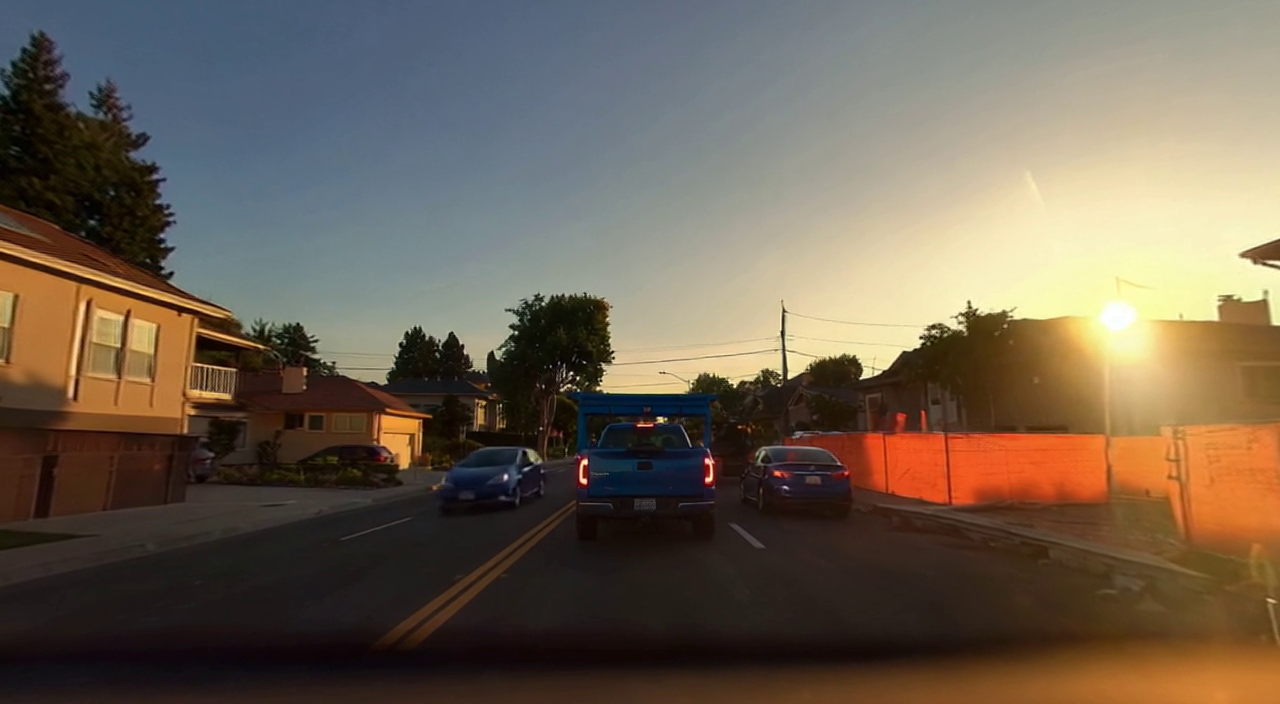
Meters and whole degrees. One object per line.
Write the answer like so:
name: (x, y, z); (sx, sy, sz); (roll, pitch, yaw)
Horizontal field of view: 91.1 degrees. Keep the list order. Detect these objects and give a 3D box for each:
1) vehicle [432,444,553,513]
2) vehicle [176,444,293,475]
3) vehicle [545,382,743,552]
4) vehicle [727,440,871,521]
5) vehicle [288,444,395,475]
vehicle: (-3.670, 3.219, 16.565); (2.010, 1.533, 4.495); (0, -8, 1)
vehicle: (-20.393, 5.405, 31.704); (4.706, 1.468, 1.817); (-1, -9, 3)
vehicle: (0.078, 2.076, 12.027); (2.751, 2.361, 6.347); (0, -8, 1)
vehicle: (3.317, 2.765, 14.116); (2.010, 1.499, 4.481); (0, -8, -1)
vehicle: (-15.131, 5.452, 32.011); (4.490, 1.500, 1.875); (0, -8, -2)
